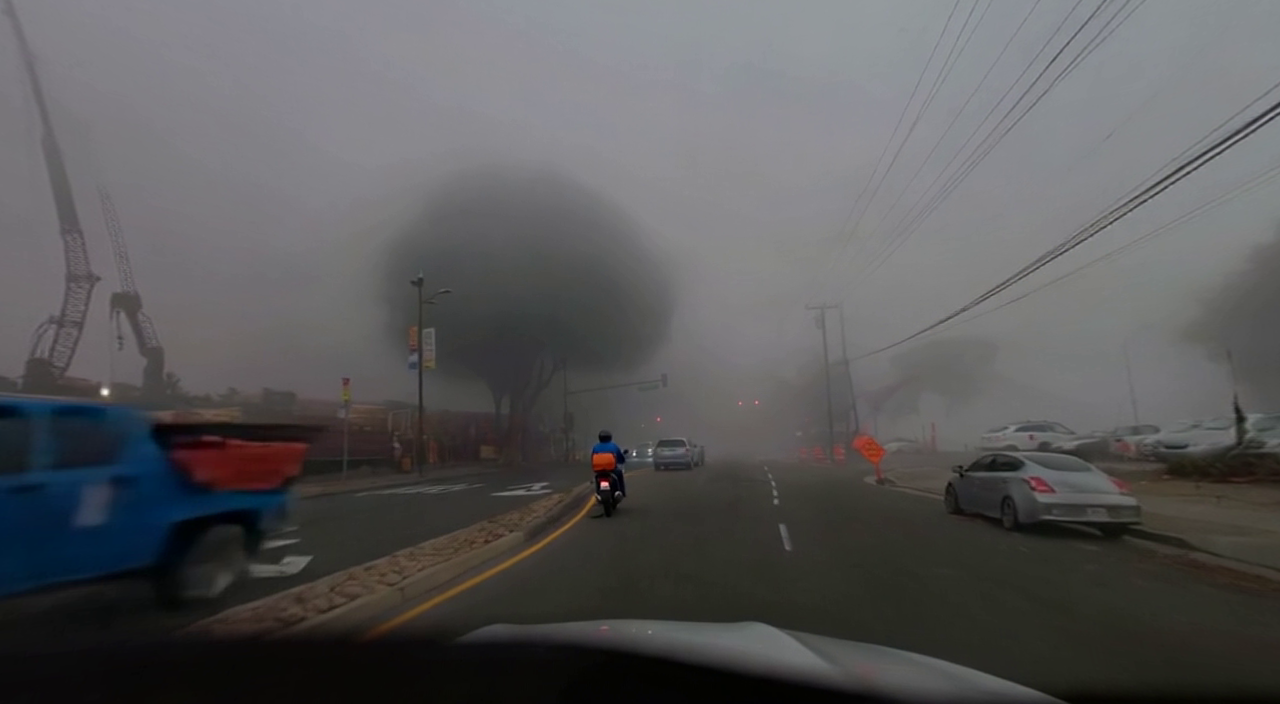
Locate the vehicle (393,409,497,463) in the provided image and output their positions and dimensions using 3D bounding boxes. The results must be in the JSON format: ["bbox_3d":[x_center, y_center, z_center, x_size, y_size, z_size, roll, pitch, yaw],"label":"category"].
[{"bbox_3d":[-12.656,5.466,42.491,2.970,2.938,11.622,-3,-6,2],"label":"vehicle"}]

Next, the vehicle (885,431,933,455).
[{"bbox_3d":[20.402,6.907,48.032,1.918,1.732,4.650,-1,-8,5],"label":"vehicle"}]

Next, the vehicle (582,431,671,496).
[{"bbox_3d":[-0.243,3.115,17.964,1.925,1.602,4.090,-1,-8,7],"label":"vehicle"}]

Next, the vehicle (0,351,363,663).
[{"bbox_3d":[-4.968,1.158,5.232,2.222,1.911,5.988,-1,-8,5],"label":"vehicle"}]

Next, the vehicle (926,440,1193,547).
[{"bbox_3d":[6.909,2.322,11.180,1.973,1.457,4.522,-1,-8,6],"label":"vehicle"}]
